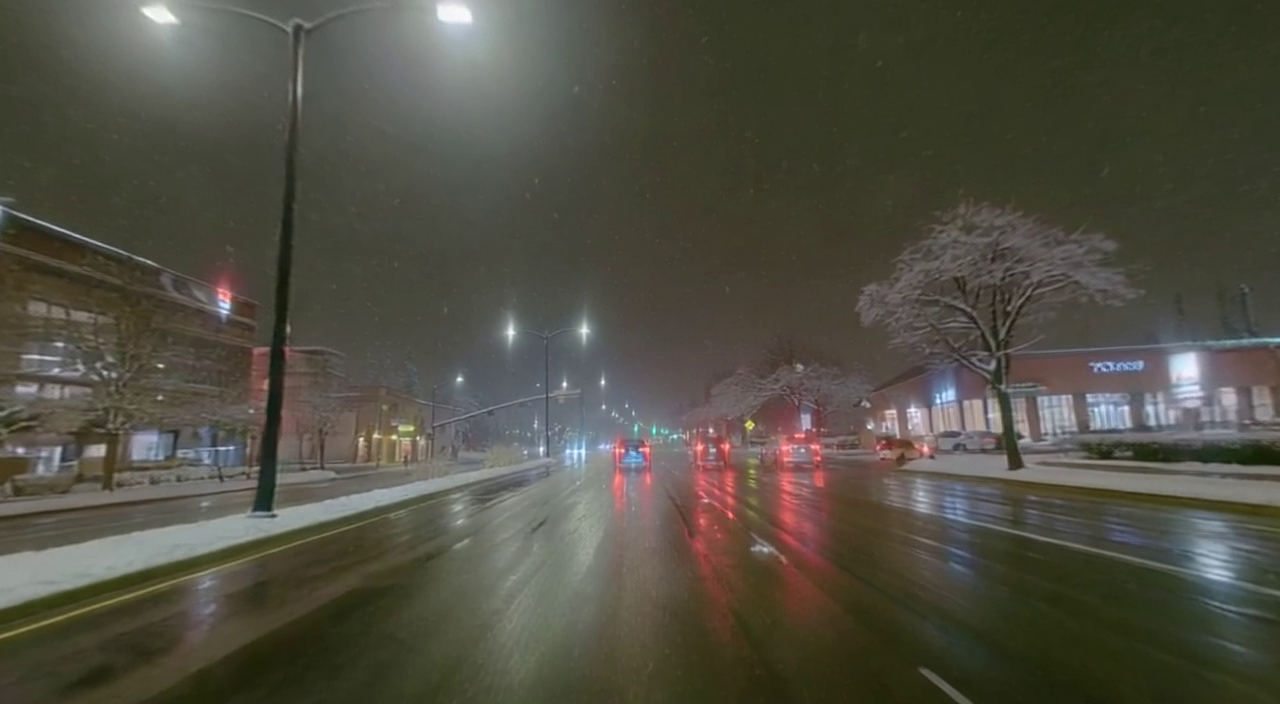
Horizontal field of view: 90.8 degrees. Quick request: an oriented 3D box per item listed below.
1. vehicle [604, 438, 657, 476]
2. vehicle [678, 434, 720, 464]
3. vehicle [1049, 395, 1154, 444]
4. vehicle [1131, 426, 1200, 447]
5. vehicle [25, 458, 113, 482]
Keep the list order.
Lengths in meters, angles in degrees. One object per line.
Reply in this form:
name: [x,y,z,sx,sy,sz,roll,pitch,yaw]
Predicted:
vehicle: [-0.423,4.497,27.414,2.110,1.476,4.294,0,-8,-1]
vehicle: [3.507,5.868,38.242,2.100,1.683,4.231,0,-8,-1]
vehicle: [33.178,4.986,45.799,2.744,3.127,6.009,0,-10,-2]
vehicle: [38.393,6.203,46.275,1.656,1.427,4.042,-1,-8,1]
vehicle: [-43.052,8.922,47.699,4.568,1.660,2.025,0,-8,-2]
